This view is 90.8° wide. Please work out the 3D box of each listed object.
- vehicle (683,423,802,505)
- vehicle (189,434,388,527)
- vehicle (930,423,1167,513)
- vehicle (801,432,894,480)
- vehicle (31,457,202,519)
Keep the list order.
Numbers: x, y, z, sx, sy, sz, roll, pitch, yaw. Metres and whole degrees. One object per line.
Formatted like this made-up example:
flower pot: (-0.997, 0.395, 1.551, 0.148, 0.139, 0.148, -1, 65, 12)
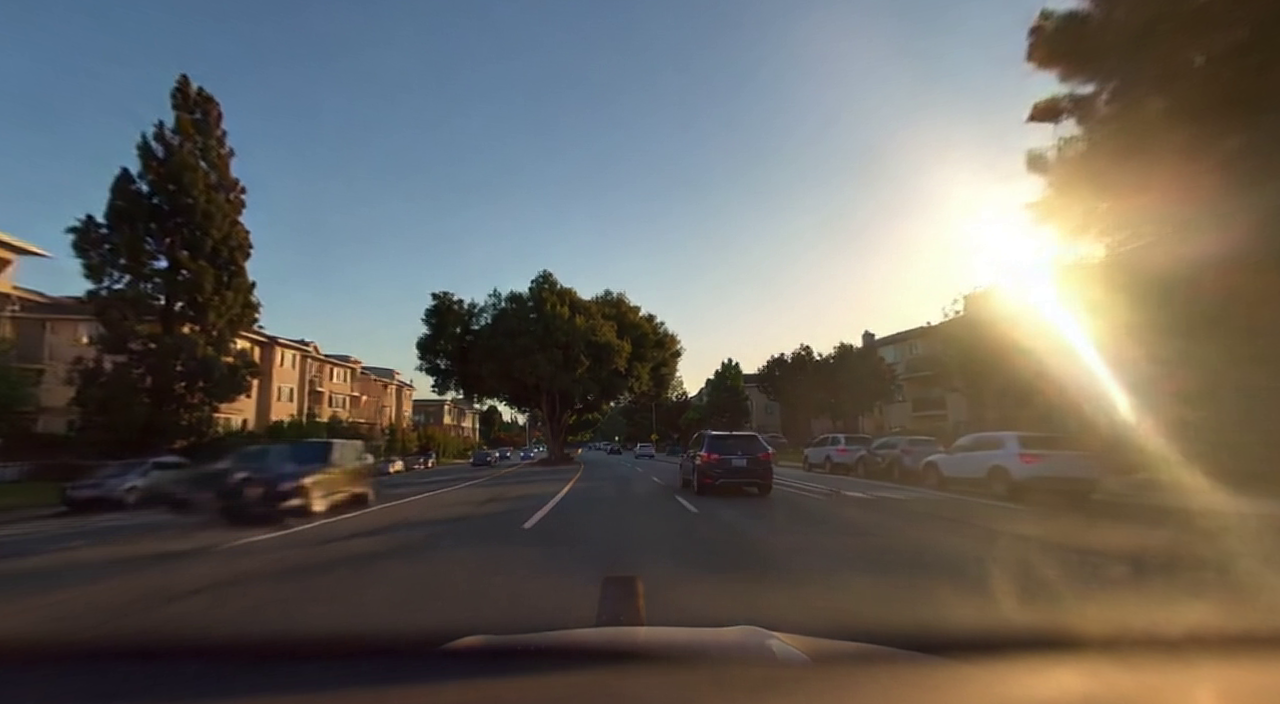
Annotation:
vehicle: (2.429, 2.816, 16.324, 2.085, 1.763, 4.490, -1, -8, -3)
vehicle: (-8.202, 2.994, 15.464, 2.233, 1.850, 4.801, -1, -8, -2)
vehicle: (9.340, 2.676, 15.153, 2.186, 1.750, 4.805, 0, -8, -4)
vehicle: (8.873, 4.467, 27.516, 2.052, 1.853, 4.886, 0, -8, -4)
vehicle: (-18.081, 4.666, 22.215, 2.145, 1.764, 4.653, -1, -8, -2)
